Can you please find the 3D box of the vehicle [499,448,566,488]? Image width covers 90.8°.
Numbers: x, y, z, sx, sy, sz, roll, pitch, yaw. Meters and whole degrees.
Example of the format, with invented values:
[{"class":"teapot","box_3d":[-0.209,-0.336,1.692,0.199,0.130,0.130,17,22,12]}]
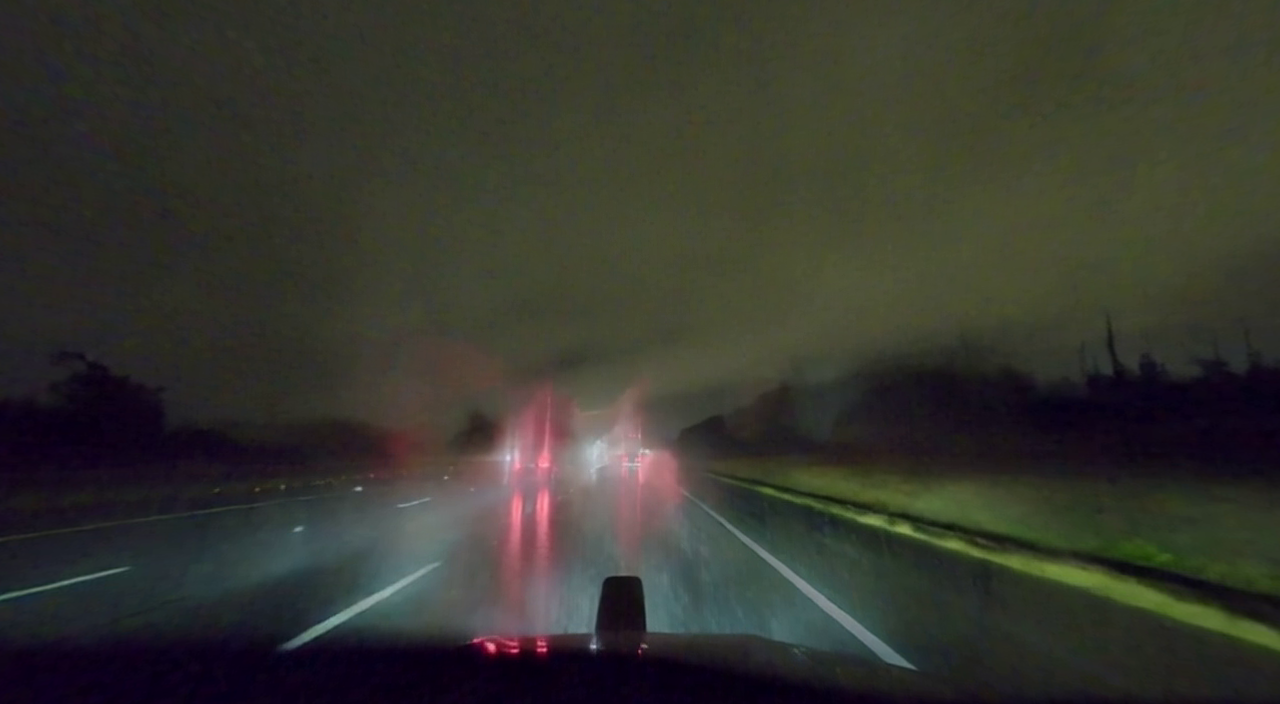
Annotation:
[{"class":"vehicle","box_3d":[-4.703,5.125,28.306,2.108,1.573,5.000,0,-9,0]}]
